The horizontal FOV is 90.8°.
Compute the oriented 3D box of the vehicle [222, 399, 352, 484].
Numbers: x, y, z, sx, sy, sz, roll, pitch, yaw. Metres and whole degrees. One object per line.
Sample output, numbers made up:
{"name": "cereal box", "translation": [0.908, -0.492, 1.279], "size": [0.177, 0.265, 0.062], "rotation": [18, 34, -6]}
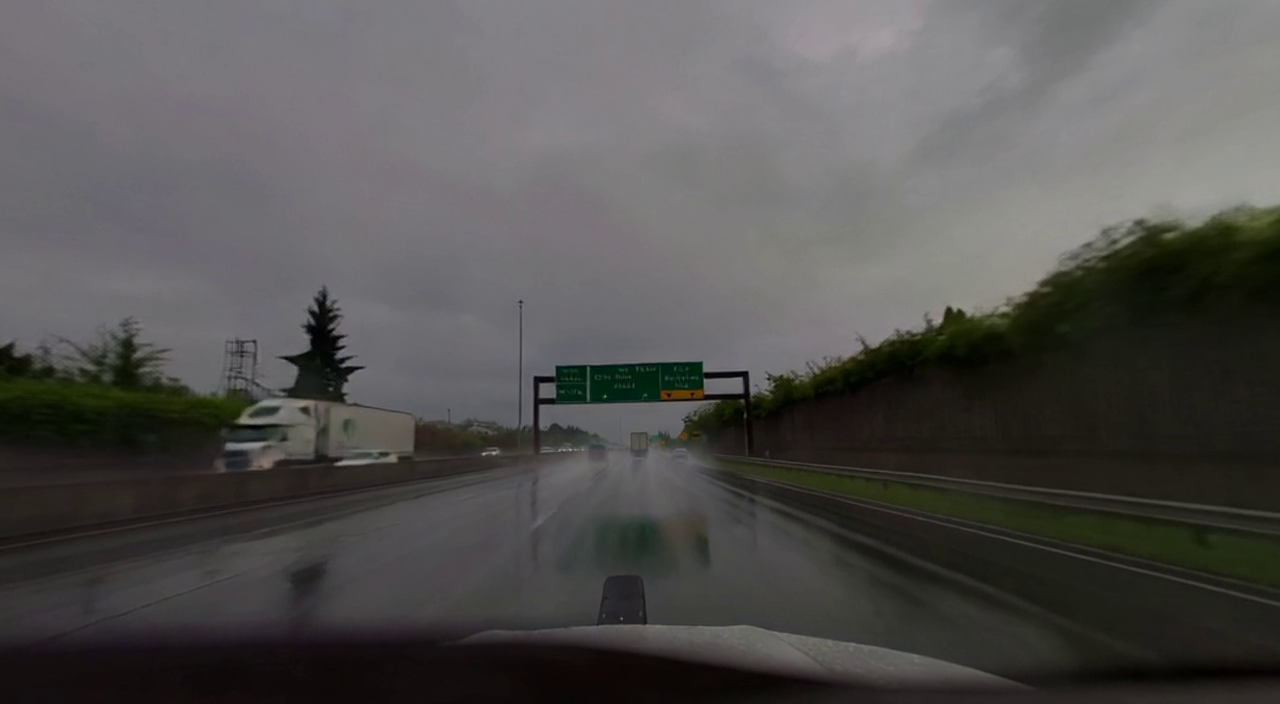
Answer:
{"name": "vehicle", "translation": [-17.706, 4.569, 32.209], "size": [3.050, 3.906, 5.884], "rotation": [0, -9, 0]}

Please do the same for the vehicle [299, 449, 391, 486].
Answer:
{"name": "vehicle", "translation": [-12.562, 4.933, 27.201], "size": [1.908, 1.433, 4.264], "rotation": [0, -9, -1]}
